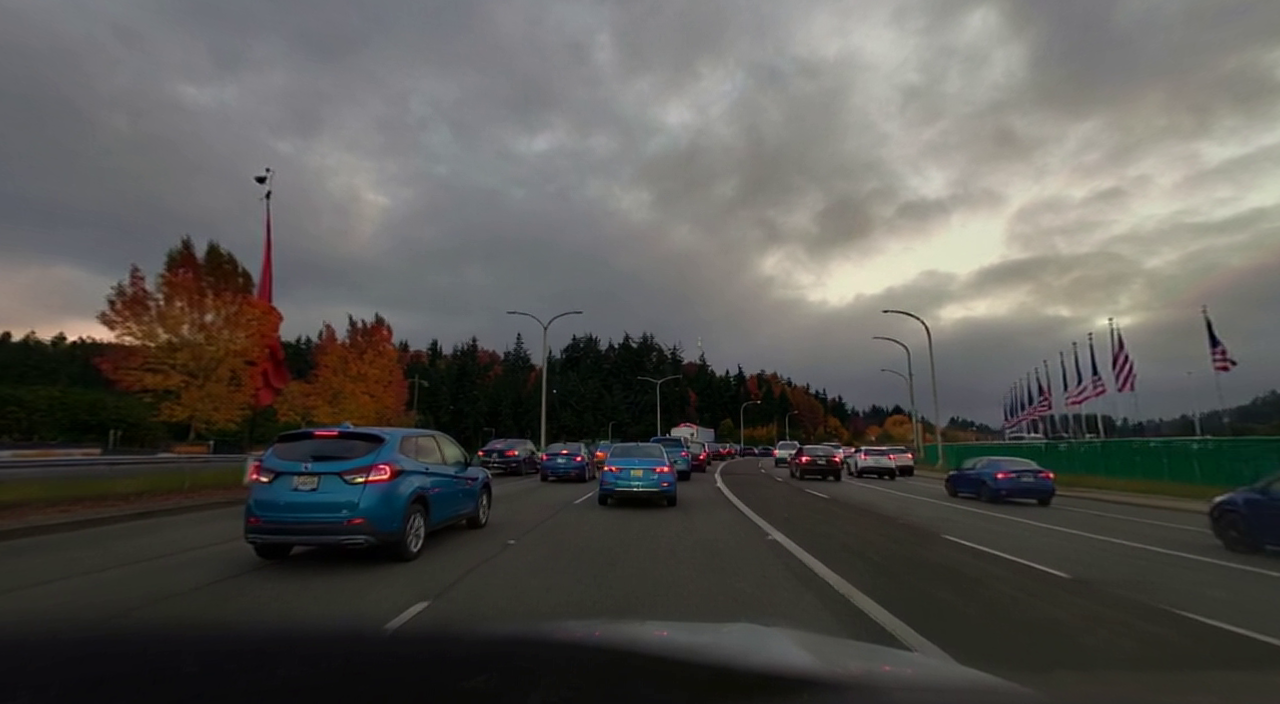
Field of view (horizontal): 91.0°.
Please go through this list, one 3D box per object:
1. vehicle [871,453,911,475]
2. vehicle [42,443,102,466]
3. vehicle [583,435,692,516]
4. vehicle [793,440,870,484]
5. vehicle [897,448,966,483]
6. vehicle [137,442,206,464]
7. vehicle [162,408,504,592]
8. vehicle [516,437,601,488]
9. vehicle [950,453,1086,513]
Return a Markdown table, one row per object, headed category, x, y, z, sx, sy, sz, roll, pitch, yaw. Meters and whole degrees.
| category | x | y | z | sx | sy | sz | roll | pitch | yaw |
| --- | --- | --- | --- | --- | --- | --- | --- | --- | --- |
| vehicle | 18.146 | 8.091 | 45.710 | 1.828 | 1.479 | 4.391 | -1 | -9 | 10 |
| vehicle | -40.018 | 7.180 | 44.337 | 3.667 | 1.465 | 1.735 | -4 | -5 | 24 |
| vehicle | 0.077 | 2.689 | 14.278 | 2.090 | 1.506 | 4.276 | 0 | -8 | 4 |
| vehicle | 7.351 | 4.244 | 24.646 | 1.944 | 1.544 | 4.301 | 0 | -9 | 4 |
| vehicle | 16.229 | 6.310 | 35.326 | 2.087 | 1.745 | 4.673 | 0 | -9 | 7 |
| vehicle | -36.493 | 7.851 | 49.049 | 4.051 | 1.616 | 1.889 | -1 | -8 | 8 |
| vehicle | -3.277 | 1.665 | 7.934 | 1.988 | 1.635 | 4.260 | 0 | -8 | 2 |
| vehicle | -2.715 | 3.813 | 22.075 | 1.974 | 1.549 | 4.603 | 0 | -8 | 5 |
| vehicle | 10.875 | 3.754 | 18.480 | 1.749 | 1.481 | 3.808 | 0 | -9 | 2 |
